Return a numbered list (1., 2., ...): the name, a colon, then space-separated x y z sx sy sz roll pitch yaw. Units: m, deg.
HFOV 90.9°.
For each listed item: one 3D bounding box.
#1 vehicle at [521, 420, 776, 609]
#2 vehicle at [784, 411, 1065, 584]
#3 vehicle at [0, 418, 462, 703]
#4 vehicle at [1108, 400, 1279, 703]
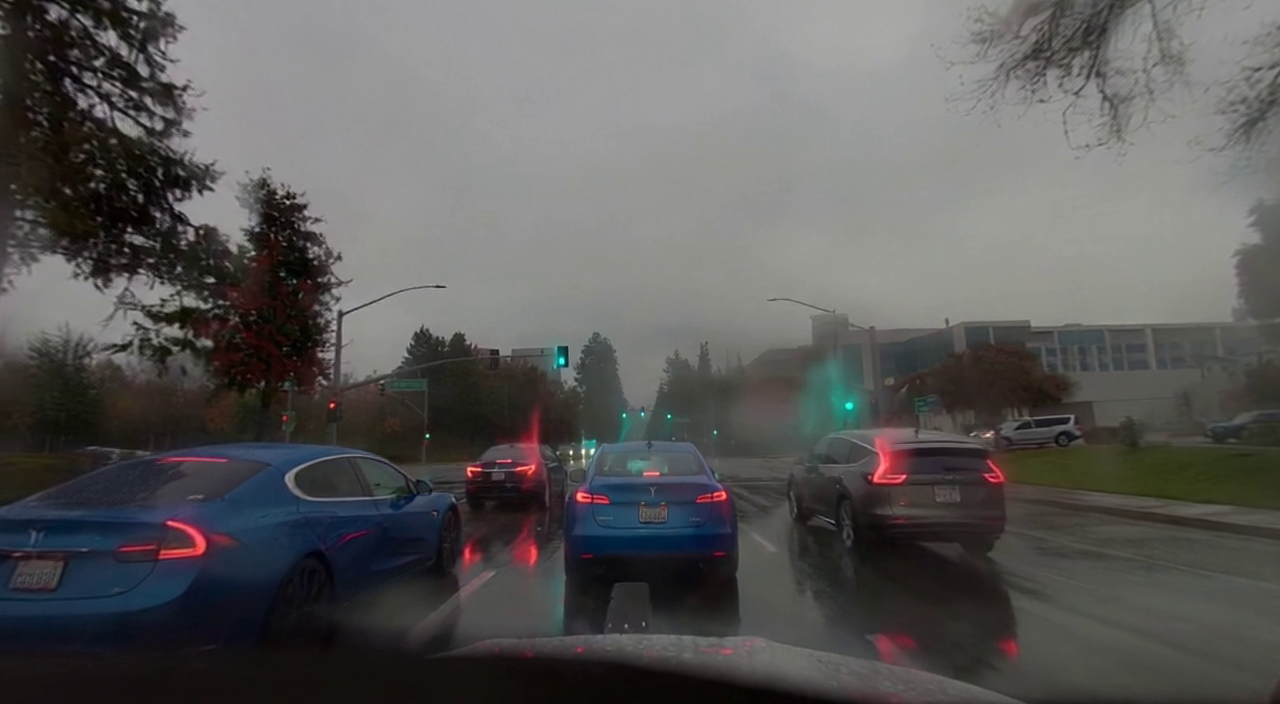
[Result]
1. vehicle: 0.062 1.688 7.495 2.144 1.563 4.218 0 -8 0
2. vehicle: 3.393 1.775 8.552 1.938 1.732 4.006 1 -8 0
3. vehicle: -3.083 1.367 4.992 2.015 1.478 4.407 0 -8 1
4. vehicle: 3.296 0.702 0.726 1.951 1.522 4.614 0 -9 0
